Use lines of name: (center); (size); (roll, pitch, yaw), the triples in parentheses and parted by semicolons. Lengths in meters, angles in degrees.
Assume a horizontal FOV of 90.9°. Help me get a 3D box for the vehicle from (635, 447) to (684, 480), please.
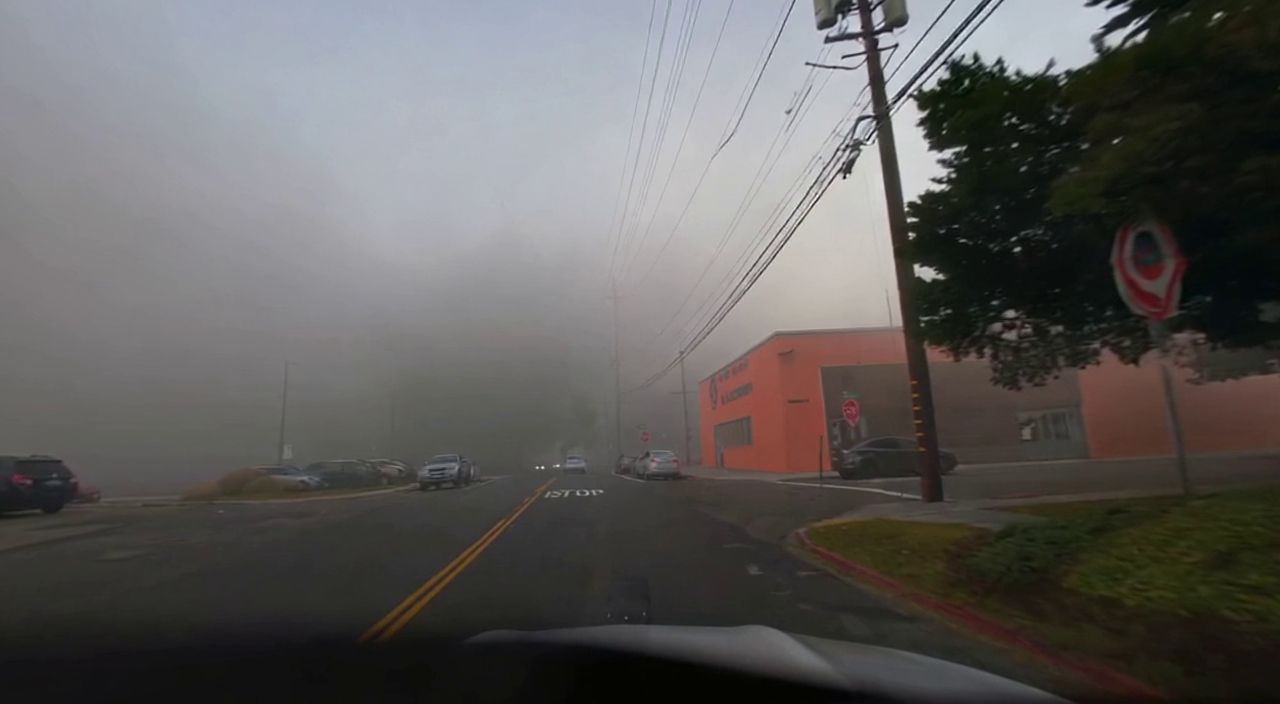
vehicle: (0.848, 5.350, 30.630); (1.840, 1.452, 4.517); (1, -8, -5)

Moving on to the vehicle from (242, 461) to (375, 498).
vehicle: (-15.127, 5.829, 29.032); (4.968, 1.493, 1.961); (1, -8, -9)

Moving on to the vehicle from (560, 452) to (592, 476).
vehicle: (-4.554, 7.878, 44.558); (2.033, 1.464, 4.645); (1, -8, -8)

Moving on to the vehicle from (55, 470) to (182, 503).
vehicle: (-27.010, 6.957, 32.776); (4.660, 1.488, 1.930); (1, -9, -8)

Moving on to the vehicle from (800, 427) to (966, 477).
vehicle: (8.734, 3.584, 22.848); (5.255, 1.688, 1.994); (1, -8, -11)

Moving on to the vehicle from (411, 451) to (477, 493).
vehicle: (-9.267, 5.667, 30.306); (2.146, 1.775, 5.117); (1, -8, -7)

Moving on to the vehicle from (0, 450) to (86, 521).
vehicle: (-16.015, 3.395, 16.526); (2.010, 1.630, 4.139); (7, -11, -40)

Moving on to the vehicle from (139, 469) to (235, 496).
vehicle: (-27.516, 7.918, 38.373); (4.276, 1.452, 1.803); (1, -9, -9)
